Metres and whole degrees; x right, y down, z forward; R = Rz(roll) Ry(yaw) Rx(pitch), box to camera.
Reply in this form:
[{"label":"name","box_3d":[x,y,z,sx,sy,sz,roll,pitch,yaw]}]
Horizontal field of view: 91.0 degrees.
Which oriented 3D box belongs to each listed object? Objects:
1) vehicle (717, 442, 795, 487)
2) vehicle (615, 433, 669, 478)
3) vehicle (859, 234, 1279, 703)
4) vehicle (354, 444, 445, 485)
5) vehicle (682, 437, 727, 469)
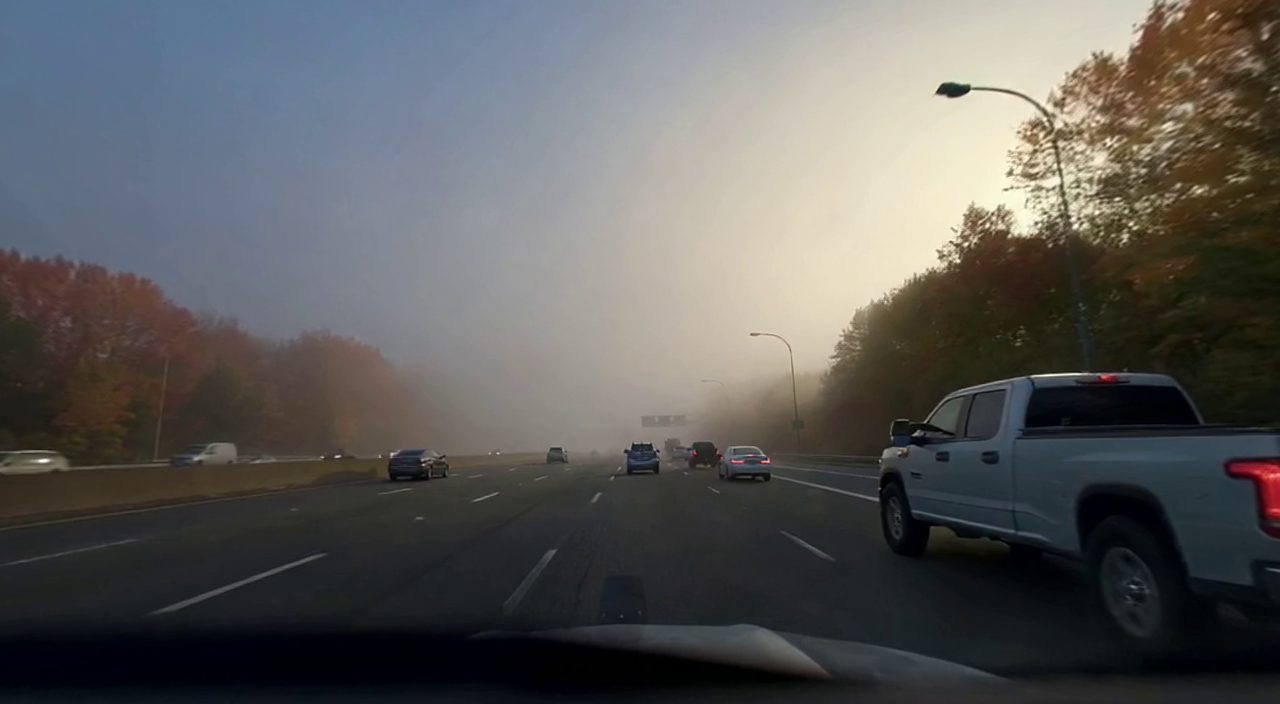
[{"label":"vehicle","box_3d":[4.270,4.233,24.055,2.057,1.508,4.767,0,-9,0]},{"label":"vehicle","box_3d":[0.131,4.992,30.530,2.372,1.957,5.121,0,-9,1]},{"label":"vehicle","box_3d":[3.818,0.821,4.002,2.521,2.101,6.467,0,-9,0]},{"label":"vehicle","box_3d":[-9.910,4.650,26.374,1.989,1.529,4.433,0,-9,1]},{"label":"vehicle","box_3d":[4.230,6.785,42.390,2.388,1.998,5.749,0,-9,0]}]
